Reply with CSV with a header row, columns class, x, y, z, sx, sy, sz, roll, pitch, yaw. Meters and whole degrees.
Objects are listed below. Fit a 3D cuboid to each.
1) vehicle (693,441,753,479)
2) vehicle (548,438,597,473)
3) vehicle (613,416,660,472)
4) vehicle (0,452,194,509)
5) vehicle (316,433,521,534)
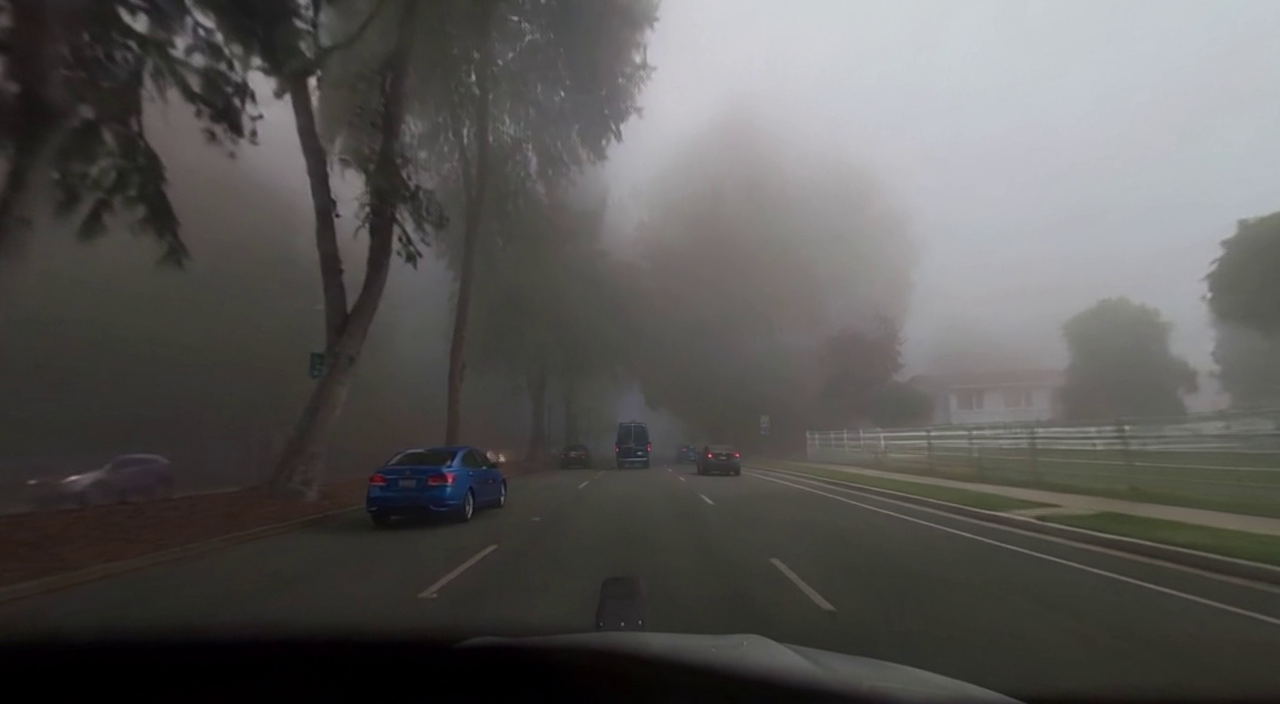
class,x,y,z,sx,sy,sz,roll,pitch,yaw
vehicle,3.487,4.624,27.144,1.945,1.469,4.258,0,-8,-1
vehicle,-3.541,5.506,33.708,2.021,1.715,4.329,0,-8,1
vehicle,-0.192,4.948,33.803,2.311,2.726,5.814,0,-8,0
vehicle,-17.365,4.056,20.413,1.931,1.525,5.106,0,-8,1
vehicle,-3.733,2.293,11.664,2.036,1.474,4.647,0,-8,1
